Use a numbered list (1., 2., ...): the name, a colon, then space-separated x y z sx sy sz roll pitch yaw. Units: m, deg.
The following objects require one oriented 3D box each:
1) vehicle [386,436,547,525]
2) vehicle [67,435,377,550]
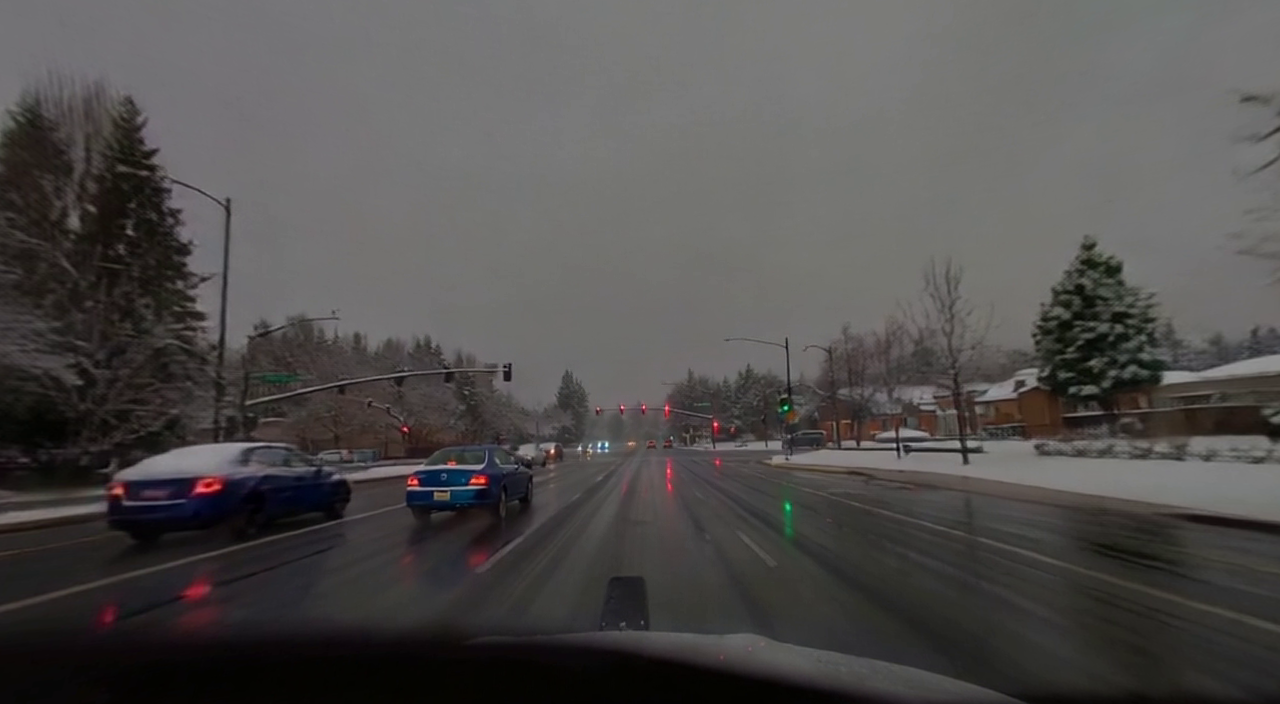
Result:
1. vehicle: -3.233 2.491 12.803 1.924 1.480 4.421 0 -9 1
2. vehicle: -6.560 2.233 10.779 2.027 1.501 4.707 0 -9 1
